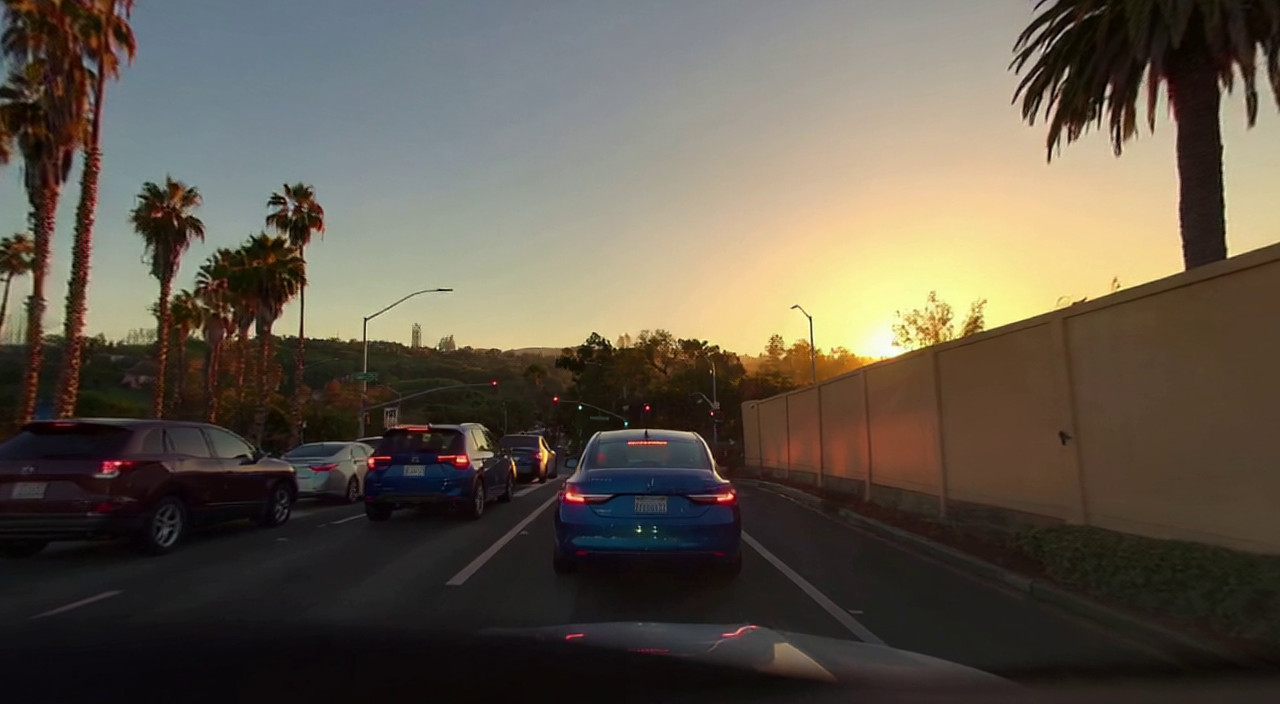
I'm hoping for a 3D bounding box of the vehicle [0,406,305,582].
[{"bbox_3d":[-6.680,1.725,8.477,1.963,1.721,4.467,0,-8,-2],"label":"vehicle"}]

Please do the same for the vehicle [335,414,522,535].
[{"bbox_3d":[-3.484,2.097,11.354,2.007,1.746,4.136,0,-8,-1],"label":"vehicle"}]

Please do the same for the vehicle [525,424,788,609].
[{"bbox_3d":[0.066,1.650,7.316,2.128,1.473,4.272,0,-8,-2],"label":"vehicle"}]
